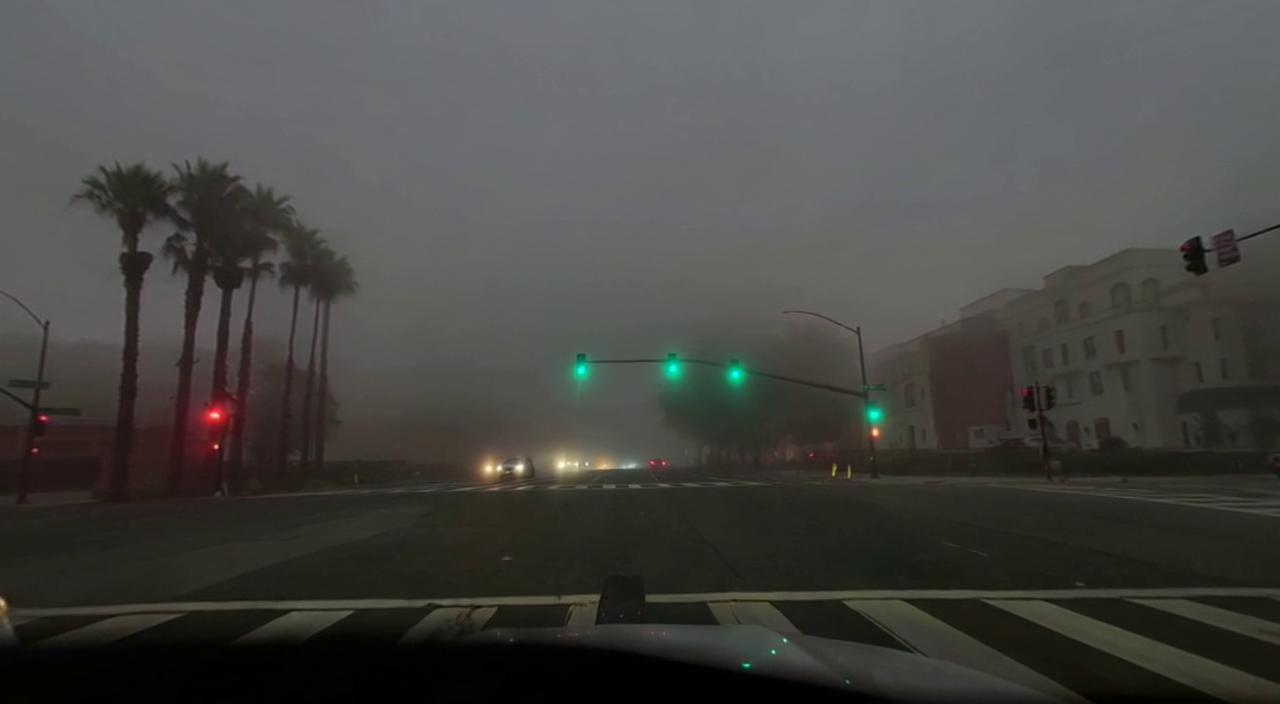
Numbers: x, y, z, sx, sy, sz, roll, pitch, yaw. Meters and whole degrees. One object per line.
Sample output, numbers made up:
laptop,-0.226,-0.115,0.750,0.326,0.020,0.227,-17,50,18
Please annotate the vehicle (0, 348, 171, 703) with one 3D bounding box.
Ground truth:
vehicle,-3.477,0.613,0.925,2.026,1.723,4.832,0,-9,-3

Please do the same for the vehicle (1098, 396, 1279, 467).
vehicle,32.586,4.794,37.345,2.863,3.609,10.252,0,-9,-3

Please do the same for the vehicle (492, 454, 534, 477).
vehicle,-9.032,8.123,45.334,2.095,1.482,4.523,0,-9,0
